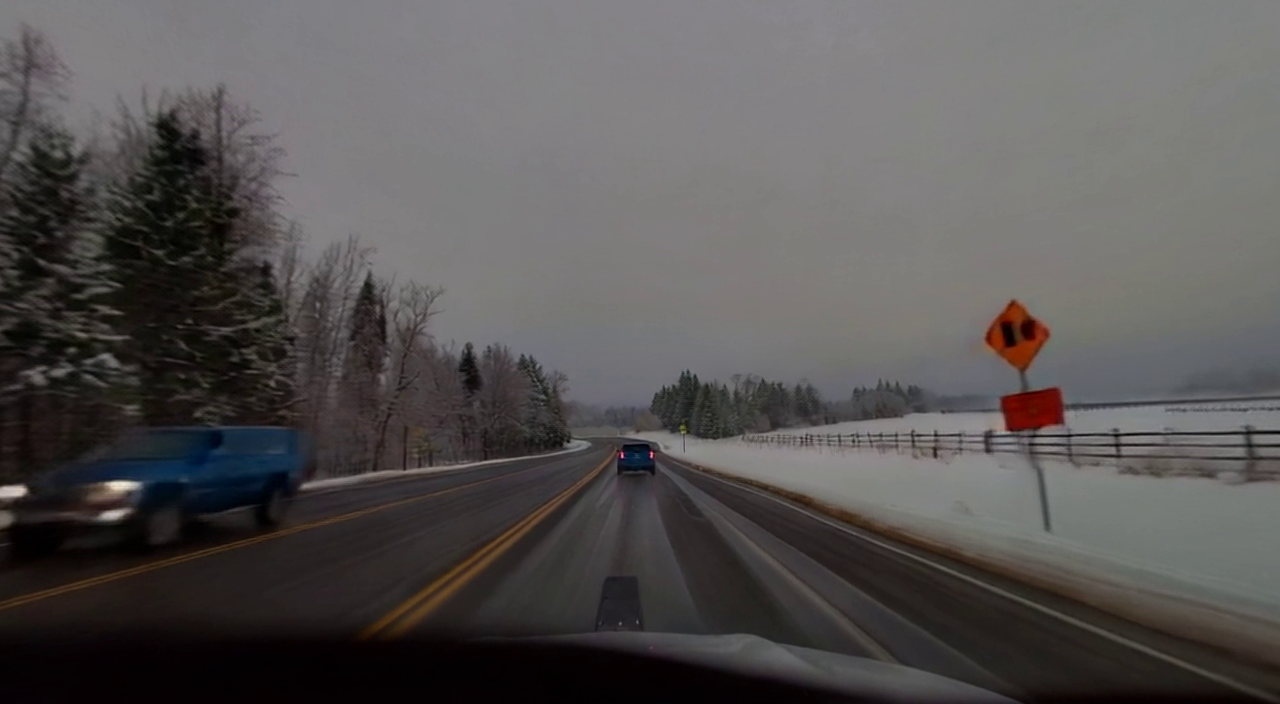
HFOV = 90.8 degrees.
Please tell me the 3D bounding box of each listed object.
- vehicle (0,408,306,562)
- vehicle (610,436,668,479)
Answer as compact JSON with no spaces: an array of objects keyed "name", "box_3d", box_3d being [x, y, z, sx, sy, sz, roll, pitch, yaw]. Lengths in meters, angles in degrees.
[{"name":"vehicle","box_3d":[-7.269,1.860,9.410,2.185,1.713,4.365,1,-9,-1]},{"name":"vehicle","box_3d":[-0.064,4.590,27.577,2.294,1.708,4.110,1,-9,-1]}]
